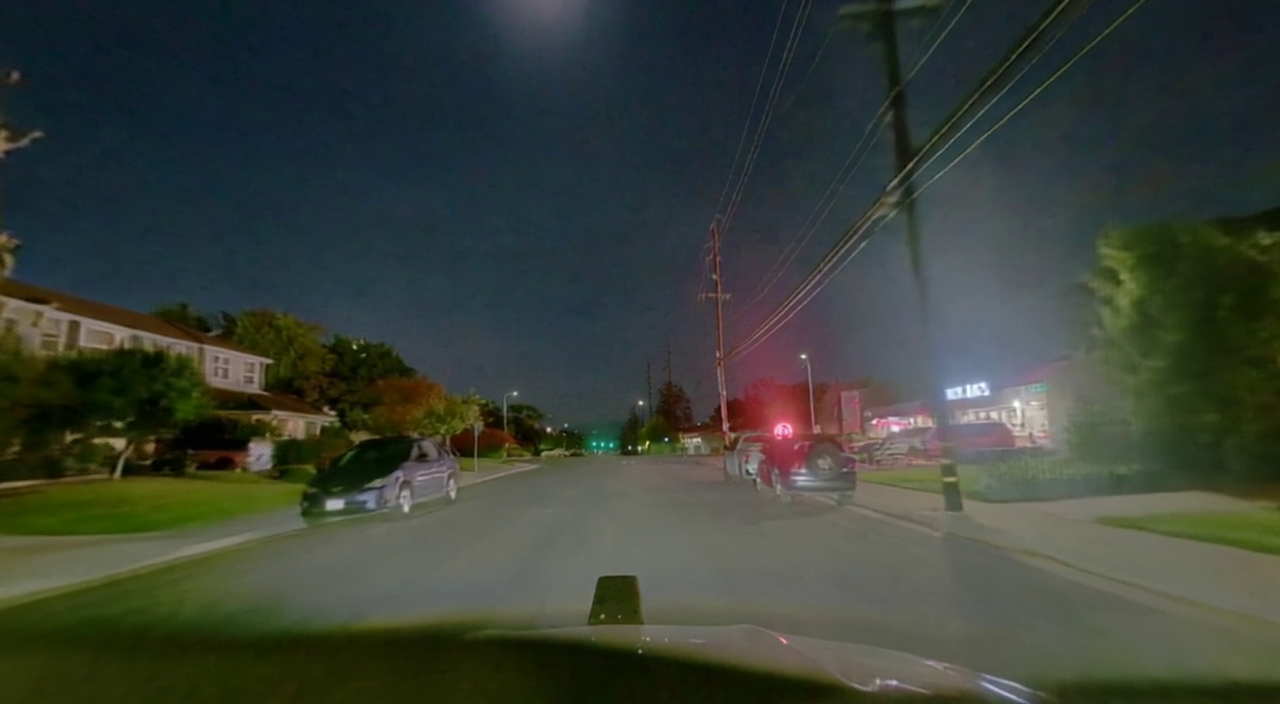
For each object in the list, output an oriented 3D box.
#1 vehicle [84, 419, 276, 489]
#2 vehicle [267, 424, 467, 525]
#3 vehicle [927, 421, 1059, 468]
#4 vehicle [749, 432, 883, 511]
[{"bbox_3d":[-18.027,4.018,25.009,5.548,2.609,2.235,1,-9,-8],"label":"vehicle"},{"bbox_3d":[-6.040,2.770,14.983,2.322,1.913,5.582,0,-8,-1],"label":"vehicle"},{"bbox_3d":[15.370,4.050,27.633,4.514,1.921,2.038,-1,-8,2],"label":"vehicle"},{"bbox_3d":[3.880,2.693,14.652,1.848,1.550,4.054,0,-8,-1],"label":"vehicle"}]
